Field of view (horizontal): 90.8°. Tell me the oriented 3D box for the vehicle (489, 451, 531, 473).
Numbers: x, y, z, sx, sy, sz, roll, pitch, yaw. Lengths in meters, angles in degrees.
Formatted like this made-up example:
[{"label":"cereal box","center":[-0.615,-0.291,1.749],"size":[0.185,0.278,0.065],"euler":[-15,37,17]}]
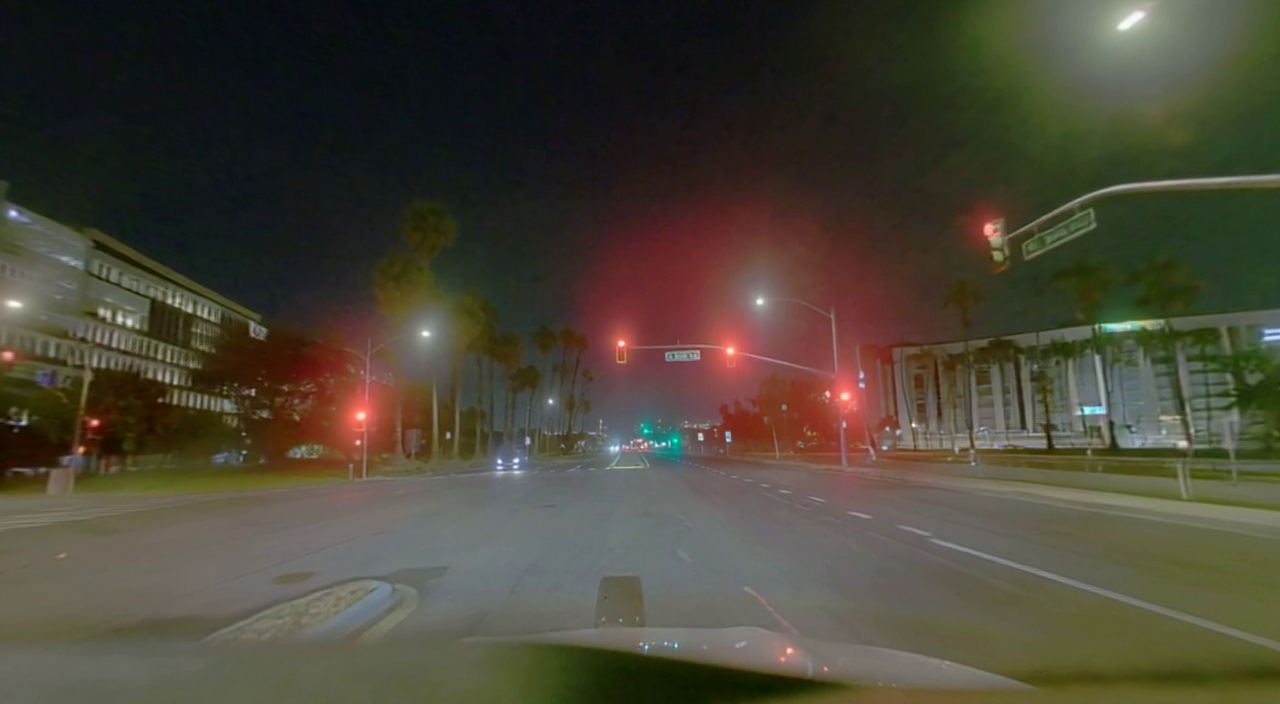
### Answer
[{"label":"vehicle","center":[-9.416,8.022,46.118],"size":[2.149,1.477,4.186],"euler":[0,-9,0]}]
